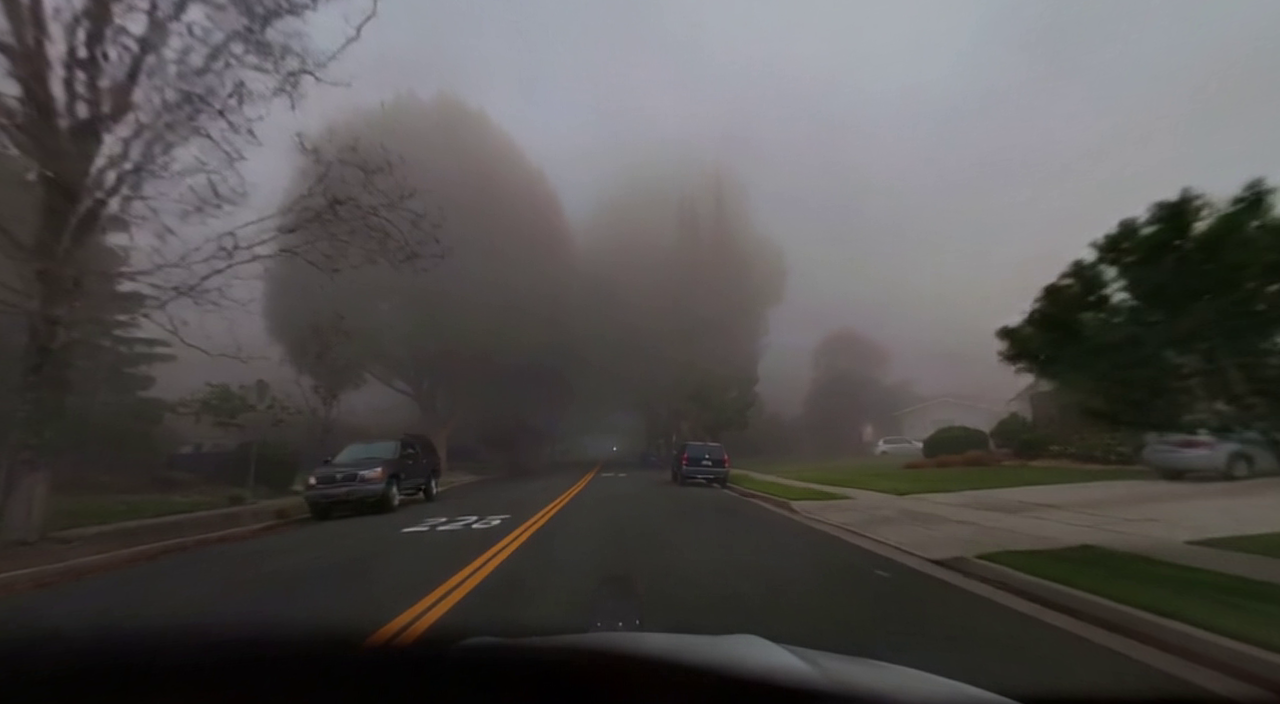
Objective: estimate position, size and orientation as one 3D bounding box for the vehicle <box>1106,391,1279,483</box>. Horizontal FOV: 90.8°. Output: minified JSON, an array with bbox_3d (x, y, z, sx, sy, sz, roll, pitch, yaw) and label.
[{"bbox_3d":[13.512,1.861,13.814,4.938,1.830,2.024,0,-9,1],"label":"vehicle"}]

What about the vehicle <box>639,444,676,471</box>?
[{"bbox_3d":[1.064,6.870,41.349,1.988,1.618,4.567,0,-8,-4],"label":"vehicle"}]

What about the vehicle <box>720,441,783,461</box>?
[{"bbox_3d":[8.719,7.762,49.715,4.472,1.481,2.143,0,-9,-3],"label":"vehicle"}]

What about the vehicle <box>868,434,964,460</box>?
[{"bbox_3d":[15.657,5.394,35.987,4.560,1.350,1.882,-1,-8,2],"label":"vehicle"}]

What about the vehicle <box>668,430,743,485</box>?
[{"bbox_3d":[2.169,3.643,22.135,2.007,1.702,4.430,0,-8,-2],"label":"vehicle"}]

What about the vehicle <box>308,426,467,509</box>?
[{"bbox_3d":[-6.403,3.053,16.961,2.102,1.801,5.574,-1,-10,-2],"label":"vehicle"}]
